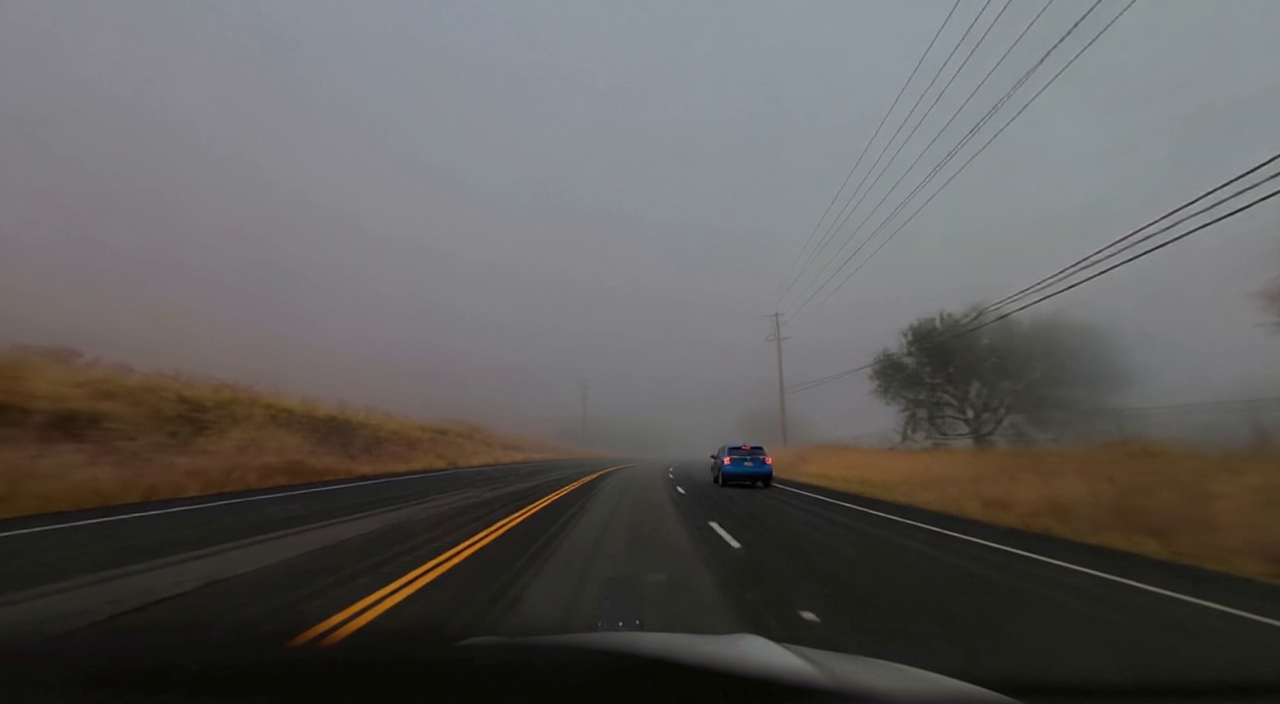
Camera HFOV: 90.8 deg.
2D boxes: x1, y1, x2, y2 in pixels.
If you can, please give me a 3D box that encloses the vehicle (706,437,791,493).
[{"bbox_3d":[3.523,3.769,21.362,2.135,1.692,4.185,0,-9,0],"label":"vehicle"}]
